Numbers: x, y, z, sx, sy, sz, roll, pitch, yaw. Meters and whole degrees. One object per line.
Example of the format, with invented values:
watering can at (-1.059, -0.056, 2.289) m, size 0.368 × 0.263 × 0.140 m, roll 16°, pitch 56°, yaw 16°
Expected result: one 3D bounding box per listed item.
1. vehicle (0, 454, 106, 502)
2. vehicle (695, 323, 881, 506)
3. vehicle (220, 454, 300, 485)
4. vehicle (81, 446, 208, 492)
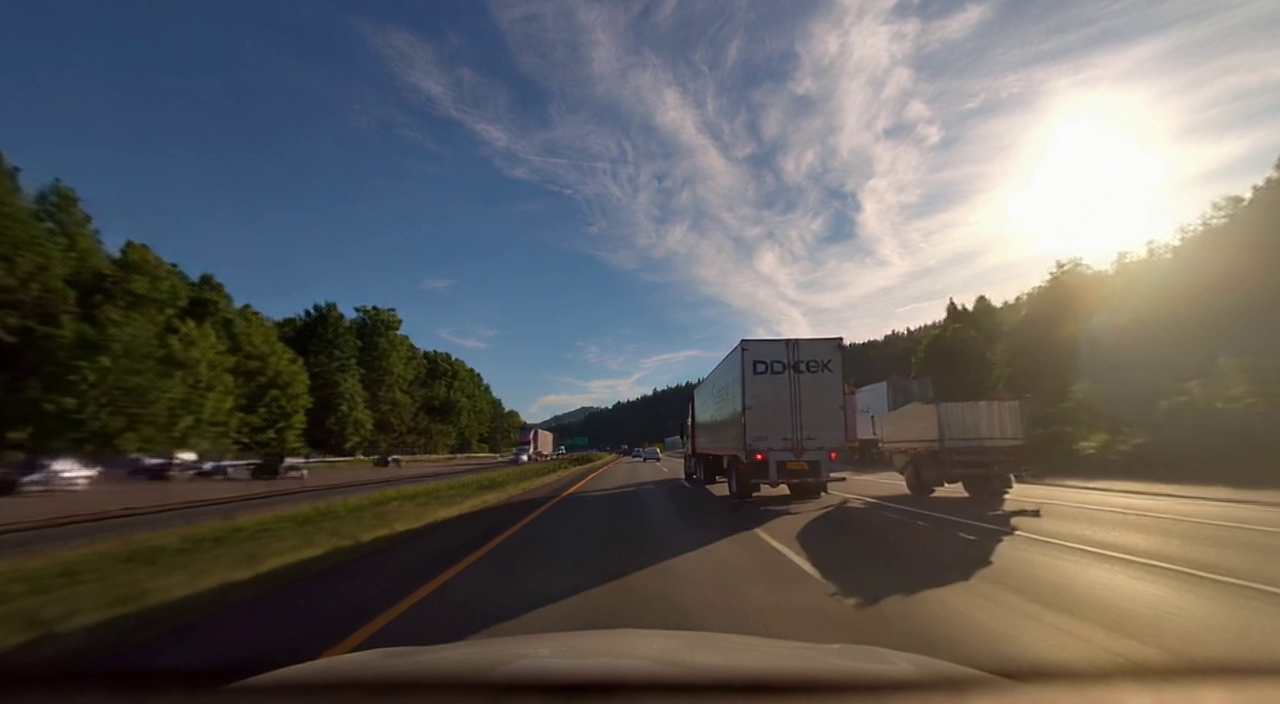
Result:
vehicle at (-27.457, 5.626, 28.262) m, size 2.059 × 1.950 × 4.866 m, roll -1°, pitch -9°, yaw 7°
vehicle at (3.633, 2.070, 18.500) m, size 3.025 × 4.010 × 9.542 m, roll 0°, pitch -9°, yaw 0°
vehicle at (-21.827, 6.746, 36.245) m, size 1.882 × 1.581 × 4.199 m, roll -1°, pitch -9°, yaw 2°
vehicle at (-29.981, 7.060, 38.286) m, size 2.205 × 2.500 × 6.257 m, roll -1°, pitch -9°, yaw 5°
